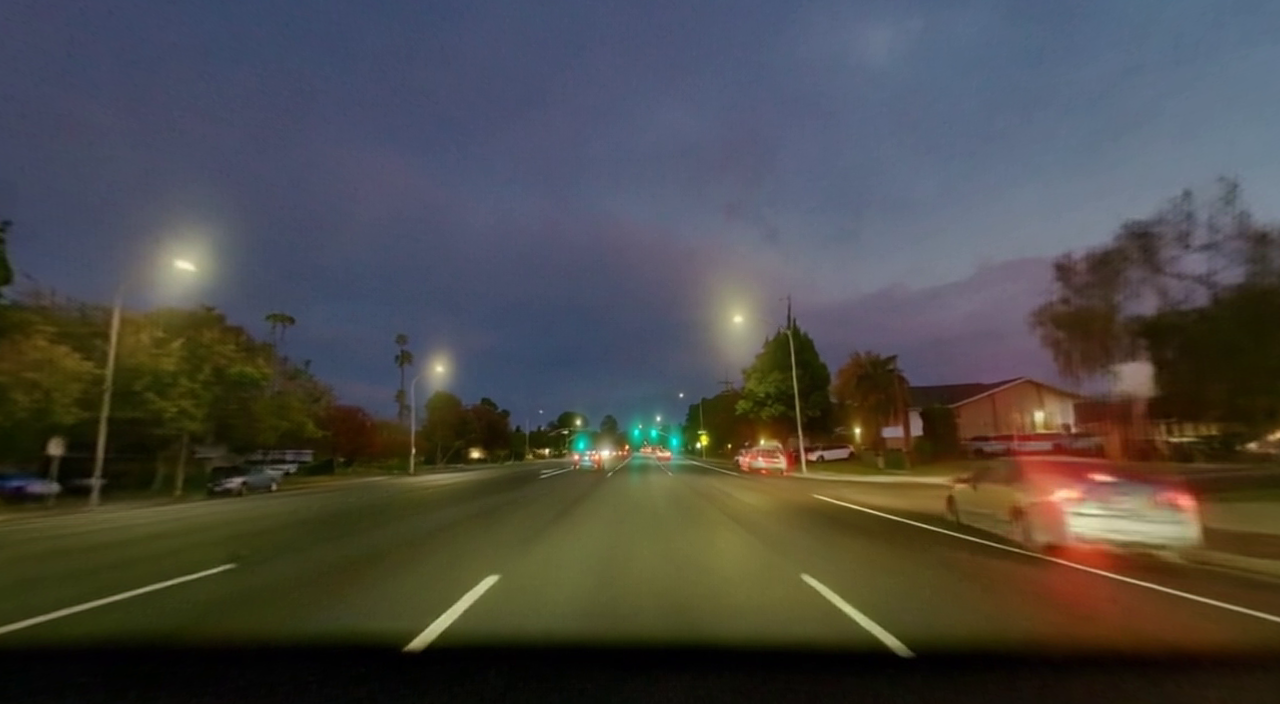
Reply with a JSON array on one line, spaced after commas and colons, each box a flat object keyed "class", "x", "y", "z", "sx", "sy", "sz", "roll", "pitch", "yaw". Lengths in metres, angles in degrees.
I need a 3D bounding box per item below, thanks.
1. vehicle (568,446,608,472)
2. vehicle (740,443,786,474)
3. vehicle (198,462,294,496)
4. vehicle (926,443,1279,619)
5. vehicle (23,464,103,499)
[{"class": "vehicle", "x": -3.344, "y": 7.033, "z": 41.779, "sx": 2.263, "sy": 1.548, "sz": 4.555, "roll": 0, "pitch": -8, "yaw": 0}, {"class": "vehicle", "x": 7.842, "y": 6.866, "z": 40.605, "sx": 2.006, "sy": 1.758, "sz": 4.311, "roll": 4, "pitch": -10, "yaw": 0}, {"class": "vehicle", "x": -21.185, "y": 6.818, "z": 34.249, "sx": 2.003, "sy": 1.555, "sz": 4.921, "roll": -1, "pitch": -9, "yaw": 0}, {"class": "vehicle", "x": 5.363, "y": 1.828, "z": 7.637, "sx": 2.149, "sy": 1.421, "sz": 4.805, "roll": -1, "pitch": -9, "yaw": 8}, {"class": "vehicle", "x": -28.953, "y": 6.437, "z": 31.655, "sx": 4.885, "sy": 1.471, "sz": 1.951, "roll": -7, "pitch": -11, "yaw": 37}]
